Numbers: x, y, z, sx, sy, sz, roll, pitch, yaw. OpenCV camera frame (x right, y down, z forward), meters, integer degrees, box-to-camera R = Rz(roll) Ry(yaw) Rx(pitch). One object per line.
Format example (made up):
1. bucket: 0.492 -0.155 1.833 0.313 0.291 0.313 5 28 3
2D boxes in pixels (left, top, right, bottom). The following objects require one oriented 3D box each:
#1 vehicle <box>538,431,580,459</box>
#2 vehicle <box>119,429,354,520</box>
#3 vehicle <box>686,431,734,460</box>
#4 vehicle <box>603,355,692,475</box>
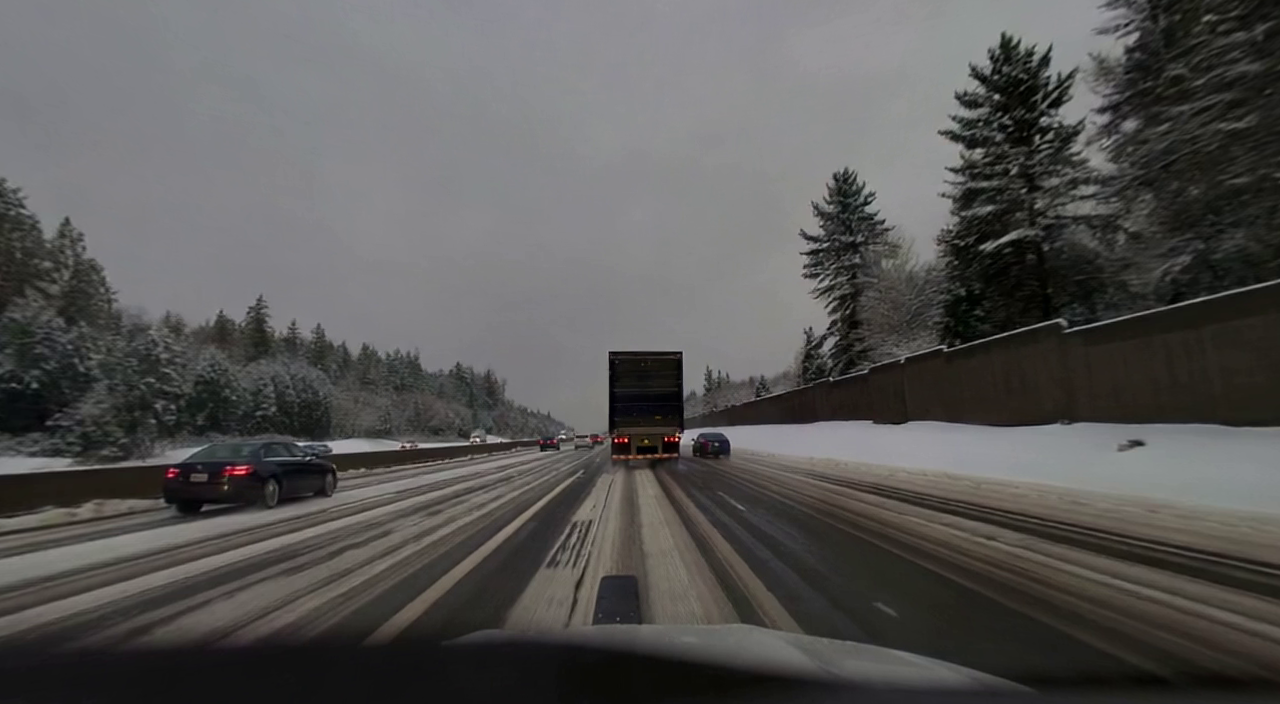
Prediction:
1. vehicle: -5.054 5.836 39.799 2.134 1.650 4.133 0 -8 -1
2. vehicle: -7.681 2.315 12.559 2.059 1.500 4.001 0 -8 -1
3. vehicle: 3.857 5.230 35.483 2.044 1.508 4.716 0 -8 -2
4. vehicle: 0.012 2.763 25.905 2.904 3.915 10.473 0 -8 -2
